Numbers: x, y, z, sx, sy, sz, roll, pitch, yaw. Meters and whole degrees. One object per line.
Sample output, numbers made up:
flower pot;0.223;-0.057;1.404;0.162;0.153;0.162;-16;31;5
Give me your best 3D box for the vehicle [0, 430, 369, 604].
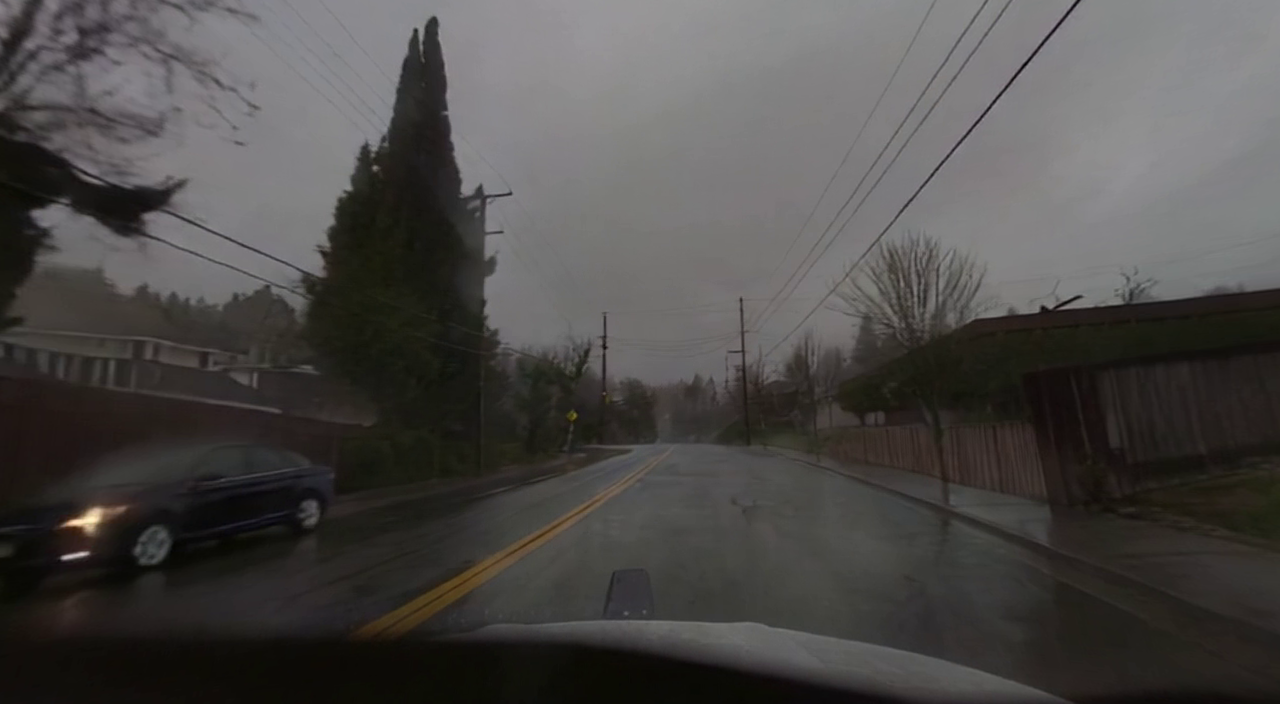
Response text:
vehicle;-6.077;1.931;8.609;2.032;1.595;5.289;-1;-8;5
